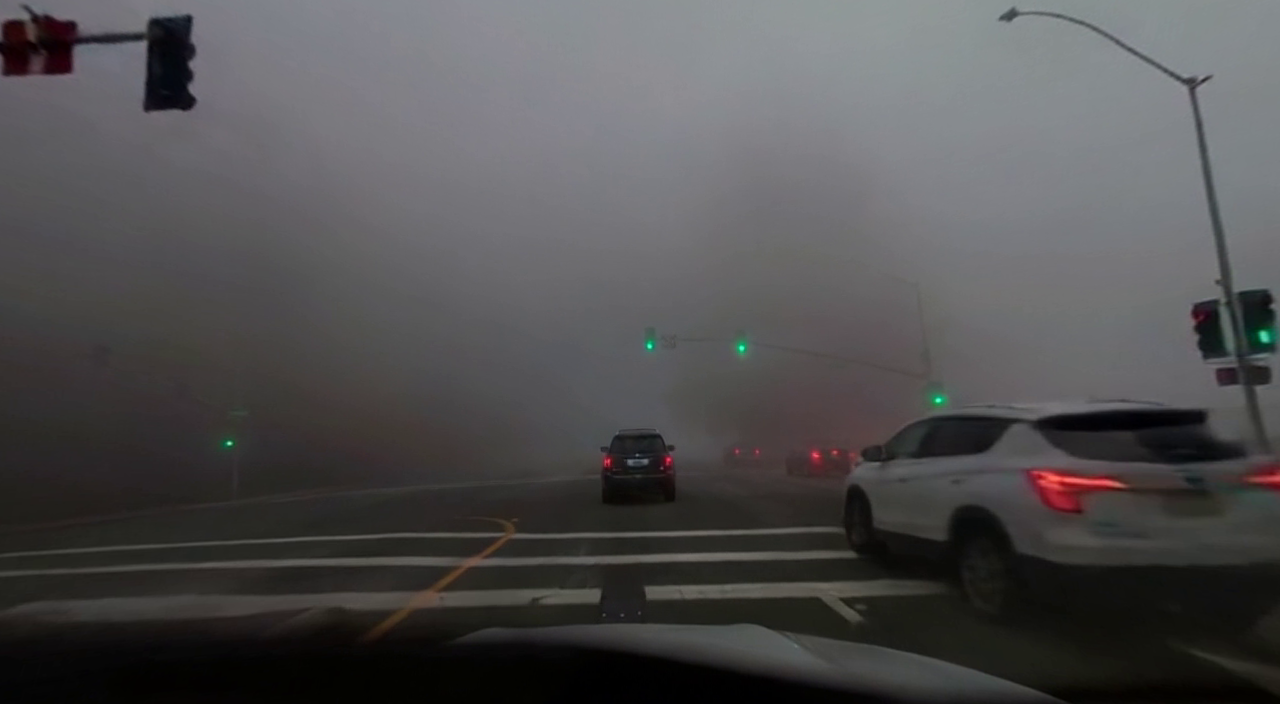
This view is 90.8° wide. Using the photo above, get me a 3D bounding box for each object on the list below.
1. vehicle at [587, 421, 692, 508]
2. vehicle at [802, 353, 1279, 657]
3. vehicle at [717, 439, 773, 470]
[{"bbox_3d":[-0.059,2.834,16.237,2.353,1.894,4.122,0,-9,-1],"label":"vehicle"},{"bbox_3d":[3.399,1.290,6.420,2.057,1.788,5.216,-1,-9,0],"label":"vehicle"},{"bbox_3d":[6.339,6.296,38.930,2.440,1.775,4.791,0,-9,-2],"label":"vehicle"}]
